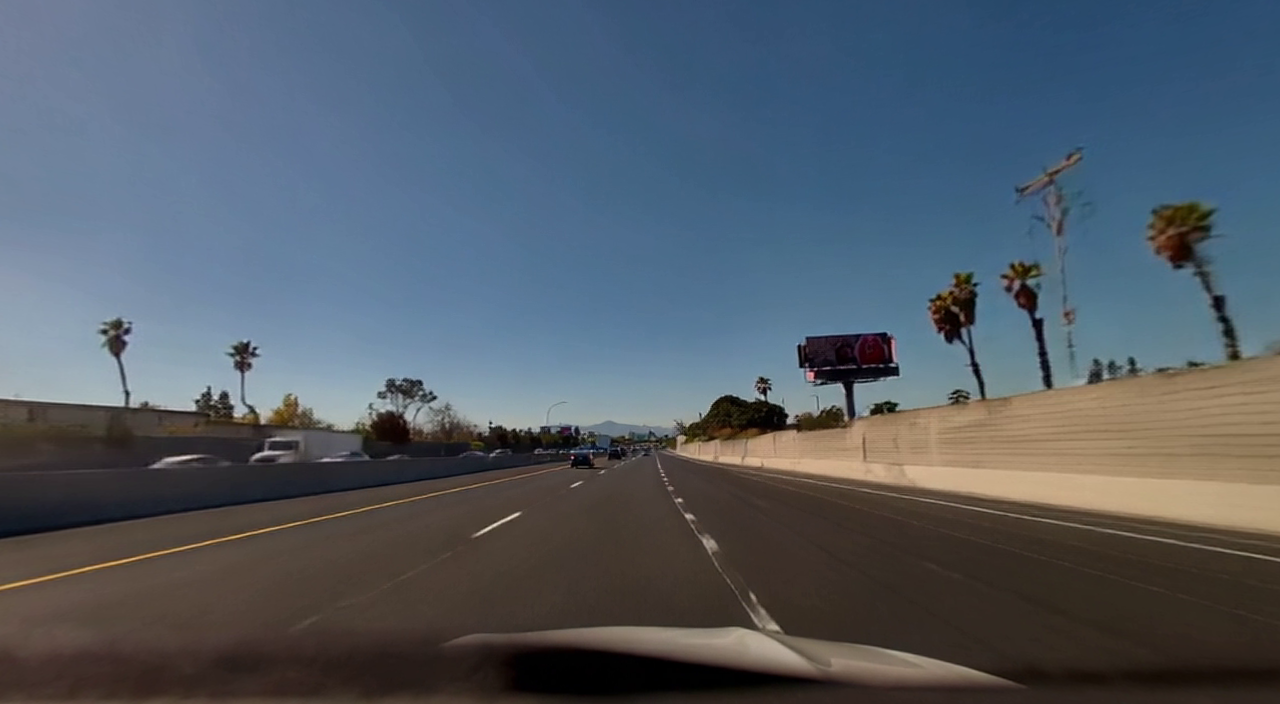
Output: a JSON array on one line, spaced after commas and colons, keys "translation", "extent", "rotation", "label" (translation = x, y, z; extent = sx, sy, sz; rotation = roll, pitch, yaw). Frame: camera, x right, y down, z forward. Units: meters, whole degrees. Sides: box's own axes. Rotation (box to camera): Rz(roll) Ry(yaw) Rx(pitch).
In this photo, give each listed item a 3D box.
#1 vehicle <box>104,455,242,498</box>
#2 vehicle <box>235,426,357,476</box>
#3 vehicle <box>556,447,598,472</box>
[{"translation": [-18.522, 4.920, 25.394], "extent": [1.890, 1.462, 4.754], "rotation": [0, -9, 1], "label": "vehicle"}, {"translation": [-25.593, 7.453, 47.989], "extent": [3.232, 3.343, 10.548], "rotation": [0, -9, 1], "label": "vehicle"}, {"translation": [-3.988, 6.909, 40.863], "extent": [2.078, 1.457, 4.648], "rotation": [0, -8, 2], "label": "vehicle"}]
